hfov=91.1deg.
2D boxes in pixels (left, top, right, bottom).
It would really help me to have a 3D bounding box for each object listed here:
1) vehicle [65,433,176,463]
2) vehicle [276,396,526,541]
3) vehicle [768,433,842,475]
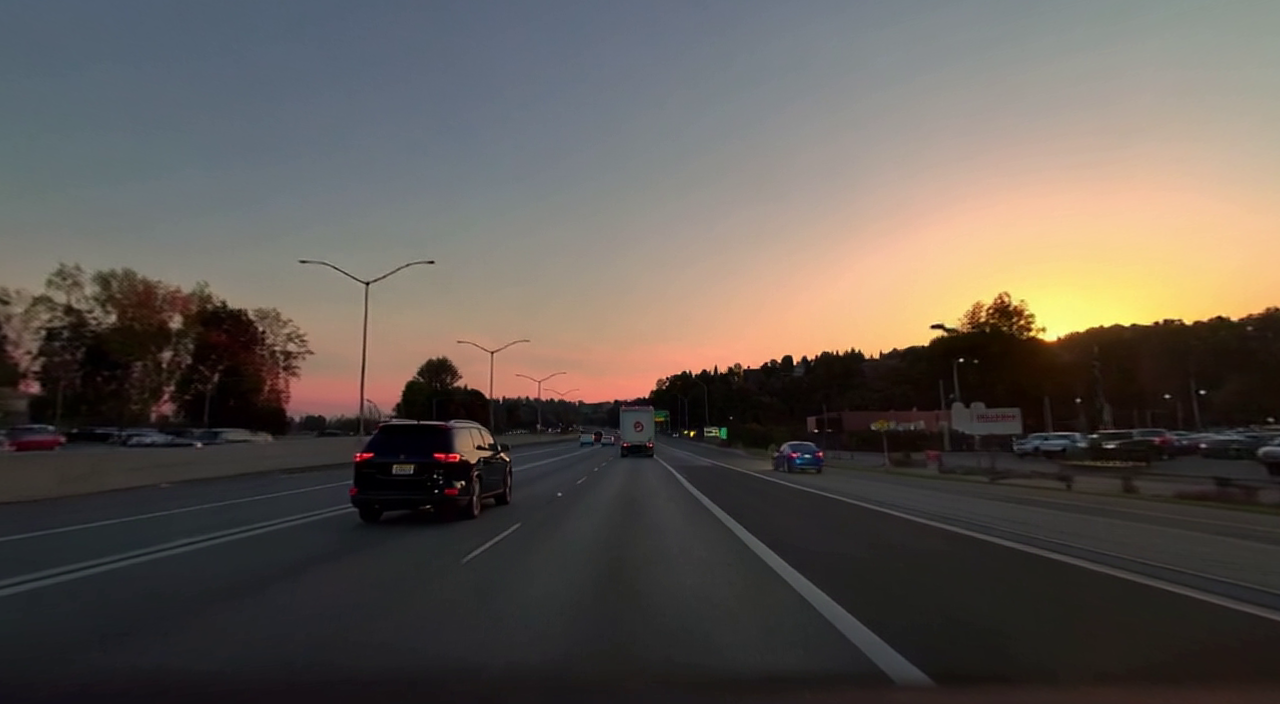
[{"bbox_3d":[-29.045,5.414,35.334,2.159,1.556,4.729,0,-8,1],"label":"vehicle"},{"bbox_3d":[-3.506,1.847,10.542,2.178,1.826,4.933,0,-8,1],"label":"vehicle"},{"bbox_3d":[7.028,4.378,27.142,1.958,1.681,4.109,0,-8,-2],"label":"vehicle"}]
